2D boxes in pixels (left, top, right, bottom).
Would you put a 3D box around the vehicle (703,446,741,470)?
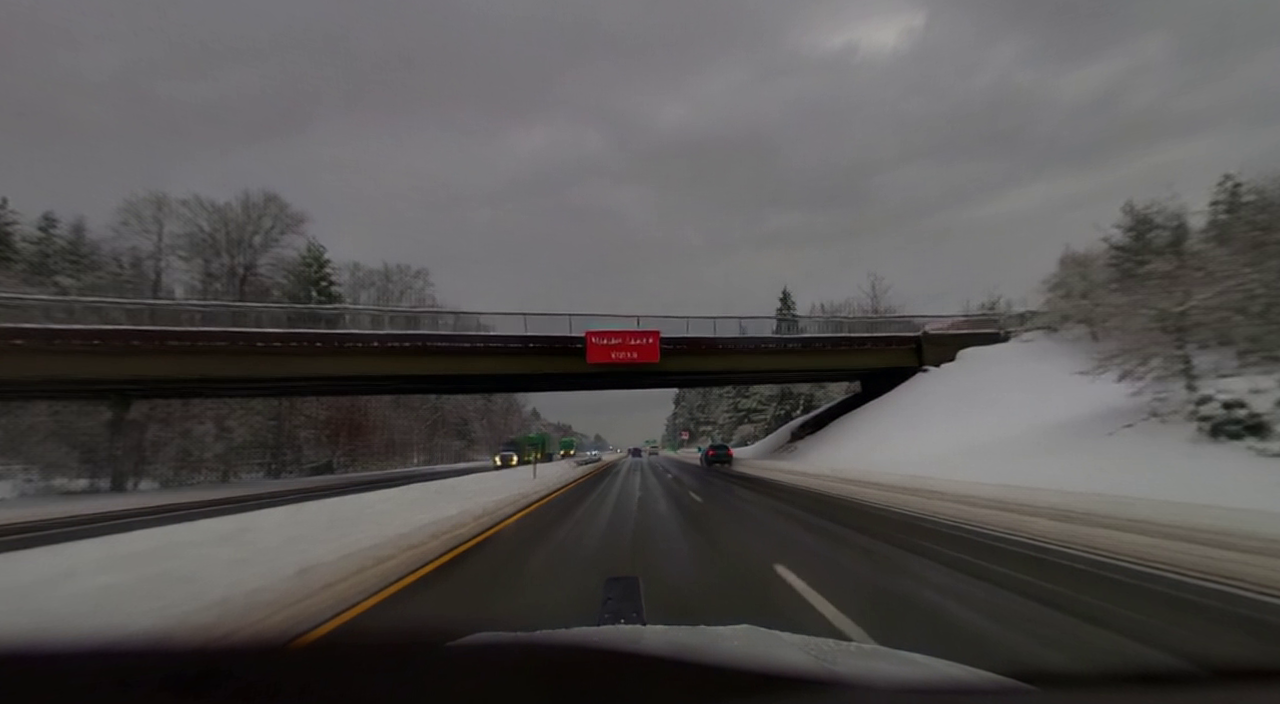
[{"bbox_3d":[5.390,7.015,41.757,1.987,1.473,4.244,0,-9,1],"label":"vehicle"}]
